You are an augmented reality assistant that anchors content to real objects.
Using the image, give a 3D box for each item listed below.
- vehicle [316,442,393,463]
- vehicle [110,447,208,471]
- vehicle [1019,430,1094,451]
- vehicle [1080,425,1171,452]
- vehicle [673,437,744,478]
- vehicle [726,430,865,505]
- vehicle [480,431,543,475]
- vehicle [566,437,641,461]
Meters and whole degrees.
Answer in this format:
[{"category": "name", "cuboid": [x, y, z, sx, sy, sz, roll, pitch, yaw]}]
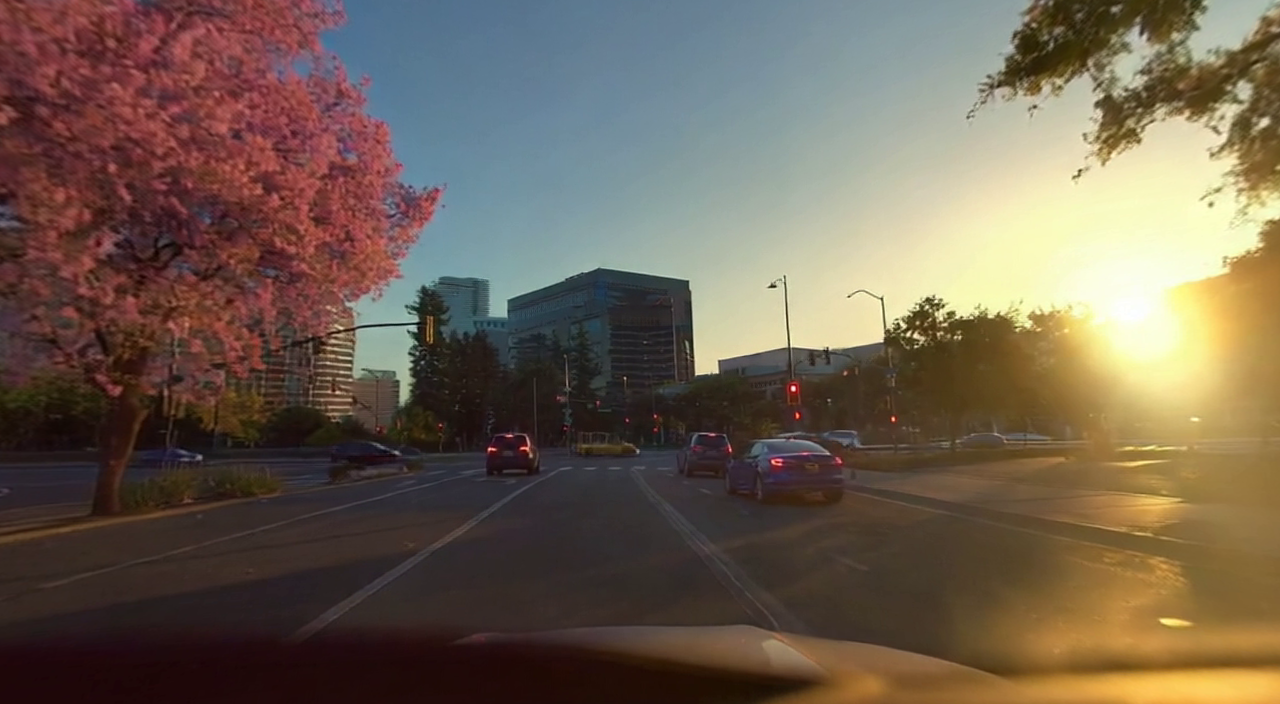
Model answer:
[{"category": "vehicle", "cuboid": [-19.937, 7.021, 44.256, 4.549, 1.439, 1.794, 0, -9, -4]}, {"category": "vehicle", "cuboid": [-30.474, 6.778, 40.124, 4.526, 1.452, 1.920, 0, -8, -4]}, {"category": "vehicle", "cuboid": [29.521, 6.297, 44.868, 4.097, 1.436, 1.739, 0, -8, -3]}, {"category": "vehicle", "cuboid": [31.629, 5.650, 41.230, 4.520, 1.640, 1.825, 0, -9, -4]}, {"category": "vehicle", "cuboid": [2.549, 4.085, 24.707, 2.007, 1.466, 4.291, 0, -8, -4]}, {"category": "vehicle", "cuboid": [3.546, 2.730, 15.366, 2.019, 1.518, 4.285, 0, -9, -4]}, {"category": "vehicle", "cuboid": [-5.361, 4.278, 26.964, 1.995, 1.703, 4.367, 0, -8, -3]}, {"category": "vehicle", "cuboid": [-2.418, 6.454, 42.101, 4.829, 1.470, 1.874, 0, -8, -4]}]
